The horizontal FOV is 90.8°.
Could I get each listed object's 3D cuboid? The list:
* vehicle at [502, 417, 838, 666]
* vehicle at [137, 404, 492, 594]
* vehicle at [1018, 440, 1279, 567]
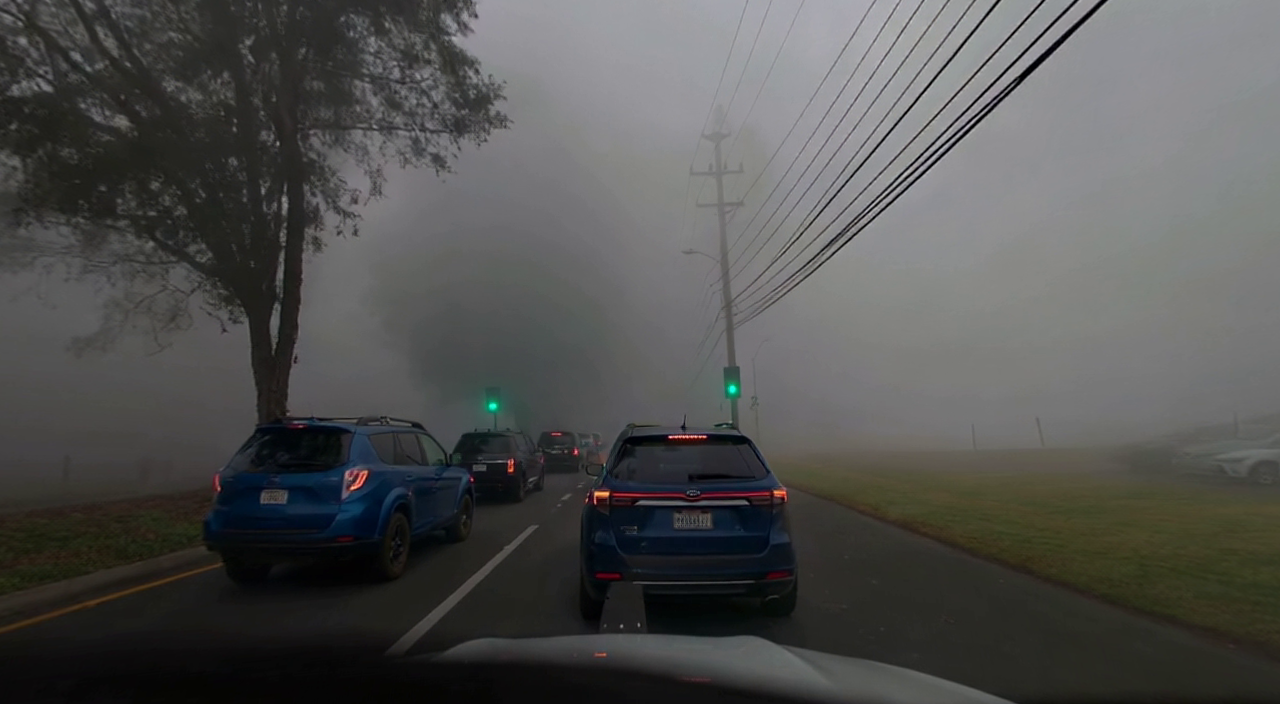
[{"bbox_3d":[0.118,1.457,5.939,2.056,1.487,4.003,0,-9,-2],"label":"vehicle"},{"bbox_3d":[-3.473,1.655,7.962,2.105,1.706,4.337,0,-9,0],"label":"vehicle"},{"bbox_3d":[8.380,2.162,9.920,1.993,1.508,4.521,0,-9,-1],"label":"vehicle"}]
